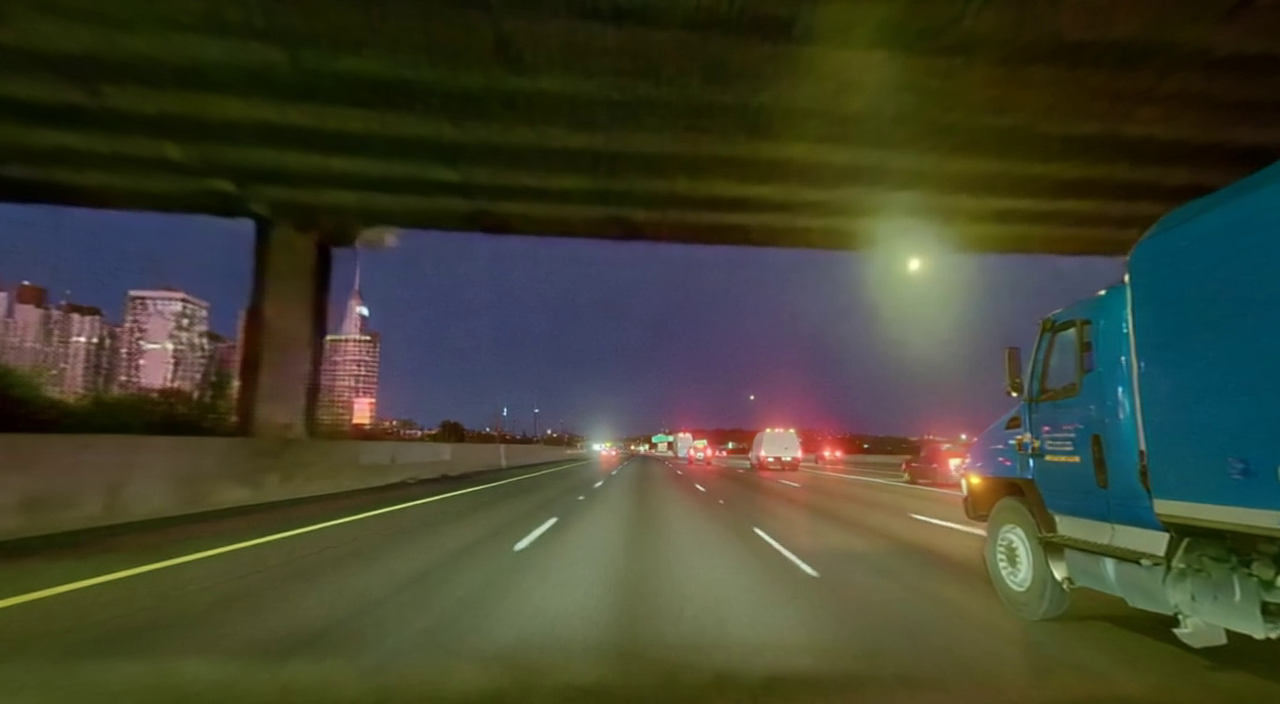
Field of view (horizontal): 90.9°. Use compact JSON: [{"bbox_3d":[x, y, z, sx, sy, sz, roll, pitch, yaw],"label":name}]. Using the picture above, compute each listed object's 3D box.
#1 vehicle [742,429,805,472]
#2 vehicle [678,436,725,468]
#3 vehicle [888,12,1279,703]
[{"bbox_3d":[7.464,5.586,35.840,2.301,2.203,5.419,0,-8,-1],"label":"vehicle"},{"bbox_3d":[3.999,6.672,42.133,2.464,1.961,5.520,0,-8,-1],"label":"vehicle"},{"bbox_3d":[3.345,0.191,1.635,2.436,2.745,7.034,0,-8,-1],"label":"vehicle"}]
